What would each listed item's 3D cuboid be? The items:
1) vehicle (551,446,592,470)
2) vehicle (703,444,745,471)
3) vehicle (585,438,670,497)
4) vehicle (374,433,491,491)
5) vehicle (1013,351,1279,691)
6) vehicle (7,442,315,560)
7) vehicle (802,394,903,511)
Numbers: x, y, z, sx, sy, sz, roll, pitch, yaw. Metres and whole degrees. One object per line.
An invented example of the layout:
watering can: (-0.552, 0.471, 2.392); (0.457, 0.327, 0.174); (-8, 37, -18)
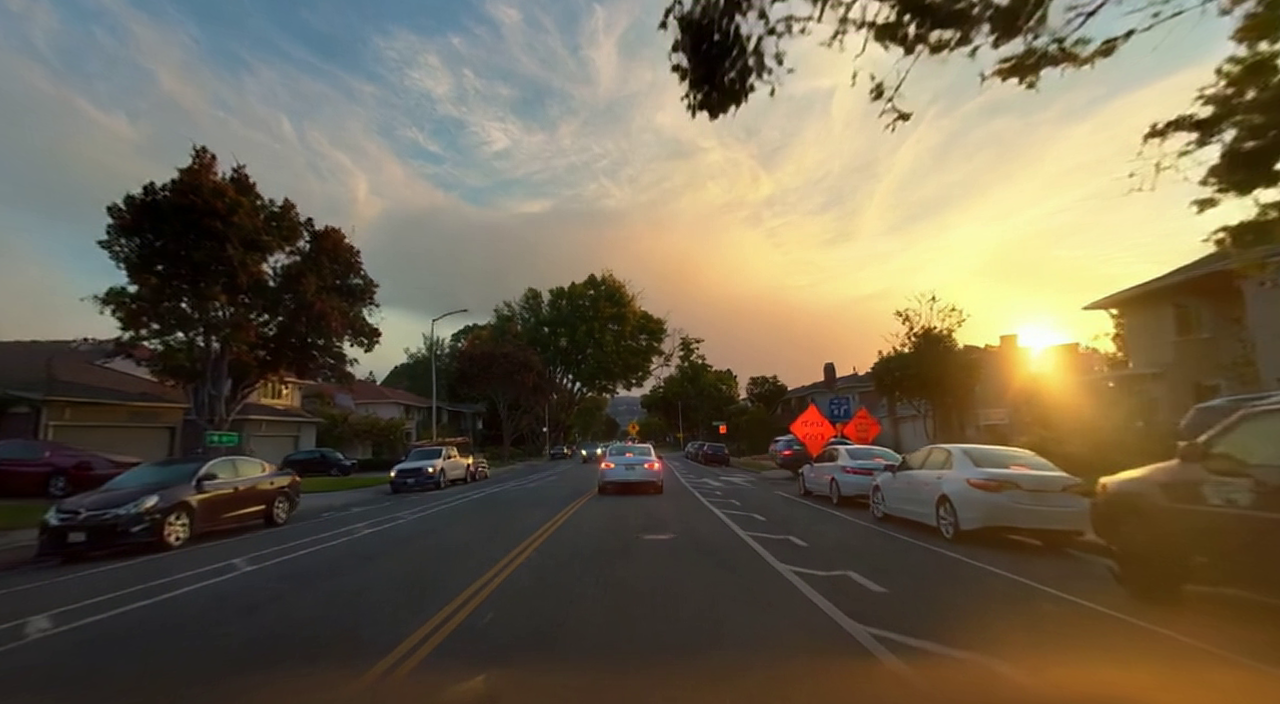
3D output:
vehicle: (-4.531, 6.831, 40.904); (1.997, 1.464, 4.925); (2, -9, -13)
vehicle: (4.844, 6.177, 36.959); (1.985, 1.481, 4.116); (0, -8, 1)
vehicle: (-0.279, 3.229, 18.028); (2.151, 1.481, 4.084); (0, -8, 1)
vehicle: (-8.181, 4.409, 25.695); (2.659, 2.047, 6.014); (0, -8, 0)
vehicle: (4.848, 0.911, 3.168); (2.279, 1.946, 5.925); (0, -8, 0)
vehicle: (-8.039, 2.471, 11.307); (2.036, 1.676, 4.440); (0, -8, -1)
vehicle: (5.238, 2.496, 15.859); (1.409, 2.648, 2.645); (1, -8, -4)
